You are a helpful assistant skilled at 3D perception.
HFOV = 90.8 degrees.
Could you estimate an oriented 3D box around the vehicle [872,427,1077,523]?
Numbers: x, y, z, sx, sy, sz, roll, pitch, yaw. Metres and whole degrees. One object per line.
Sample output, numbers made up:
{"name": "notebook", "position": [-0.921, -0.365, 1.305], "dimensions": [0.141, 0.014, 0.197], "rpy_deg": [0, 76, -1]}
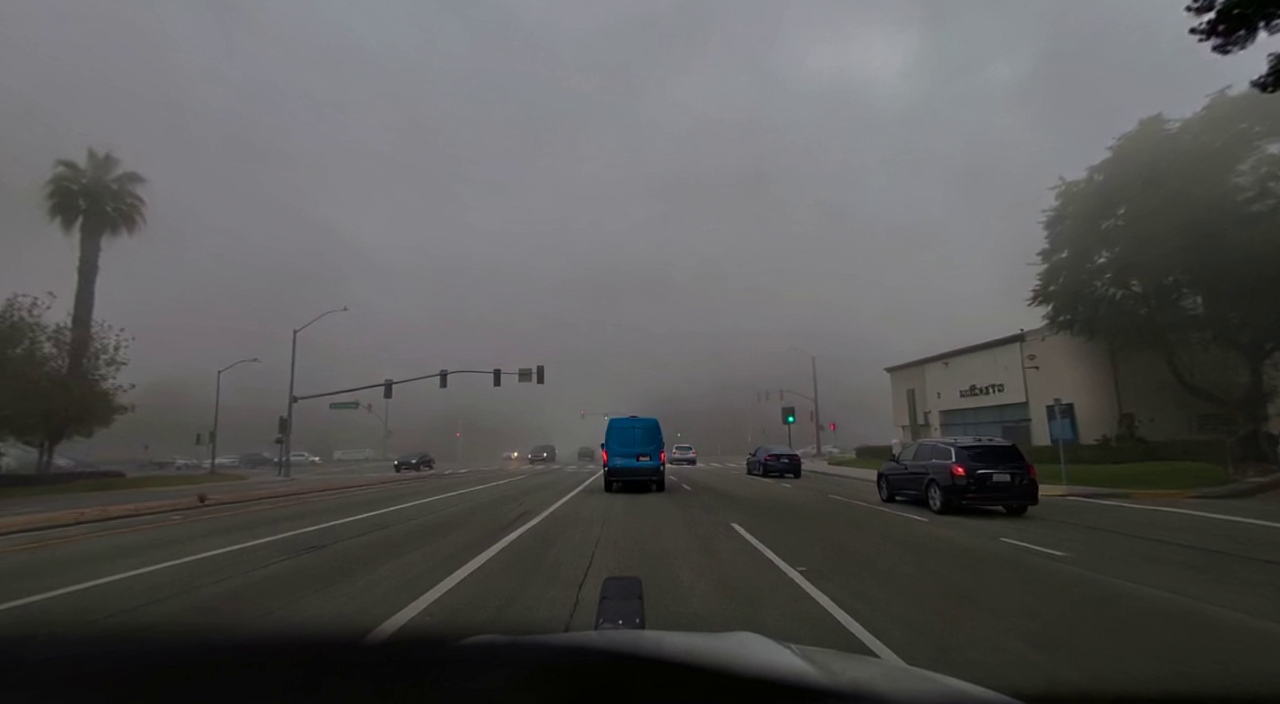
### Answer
{"name": "vehicle", "position": [7.122, 2.647, 14.167], "dimensions": [2.023, 1.771, 4.488], "rpy_deg": [0, -9, -2]}

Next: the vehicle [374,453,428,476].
{"name": "vehicle", "position": [-17.011, 8.016, 45.209], "dimensions": [1.953, 1.480, 4.632], "rpy_deg": [0, -9, 1]}

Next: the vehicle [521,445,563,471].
{"name": "vehicle", "position": [-6.760, 7.335, 43.964], "dimensions": [2.109, 1.653, 4.681], "rpy_deg": [0, -9, 1]}

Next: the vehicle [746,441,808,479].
{"name": "vehicle", "position": [6.617, 5.269, 31.103], "dimensions": [1.931, 1.692, 4.267], "rpy_deg": [0, -9, -2]}

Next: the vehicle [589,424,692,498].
{"name": "vehicle", "position": [-0.057, 3.434, 20.308], "dimensions": [2.848, 1.991, 5.706], "rpy_deg": [0, -9, -1]}

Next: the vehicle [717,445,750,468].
{"name": "vehicle", "position": [7.095, 7.937, 48.258], "dimensions": [1.953, 1.665, 4.327], "rpy_deg": [0, -9, 1]}
